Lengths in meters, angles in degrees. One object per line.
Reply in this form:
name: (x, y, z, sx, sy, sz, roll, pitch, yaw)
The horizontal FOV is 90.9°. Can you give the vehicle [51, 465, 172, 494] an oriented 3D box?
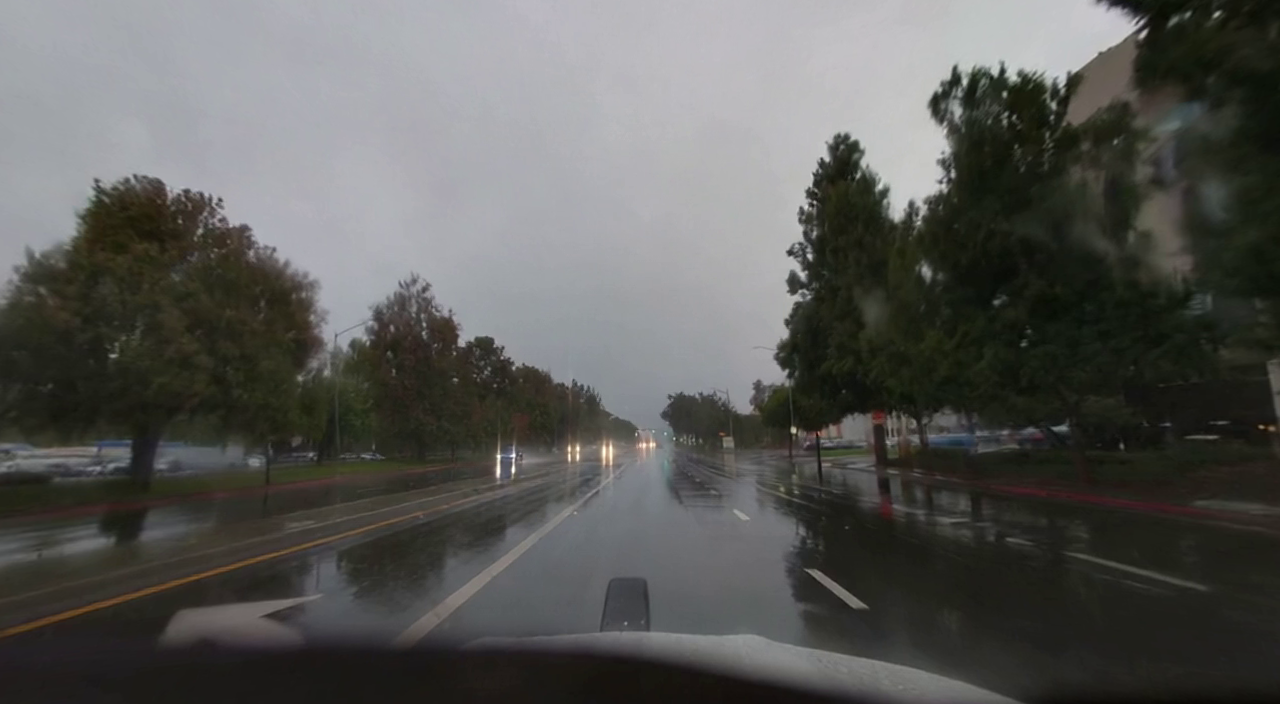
vehicle: (-28.884, 6.973, 34.589, 4.678, 1.384, 1.920, 1, -8, -7)
